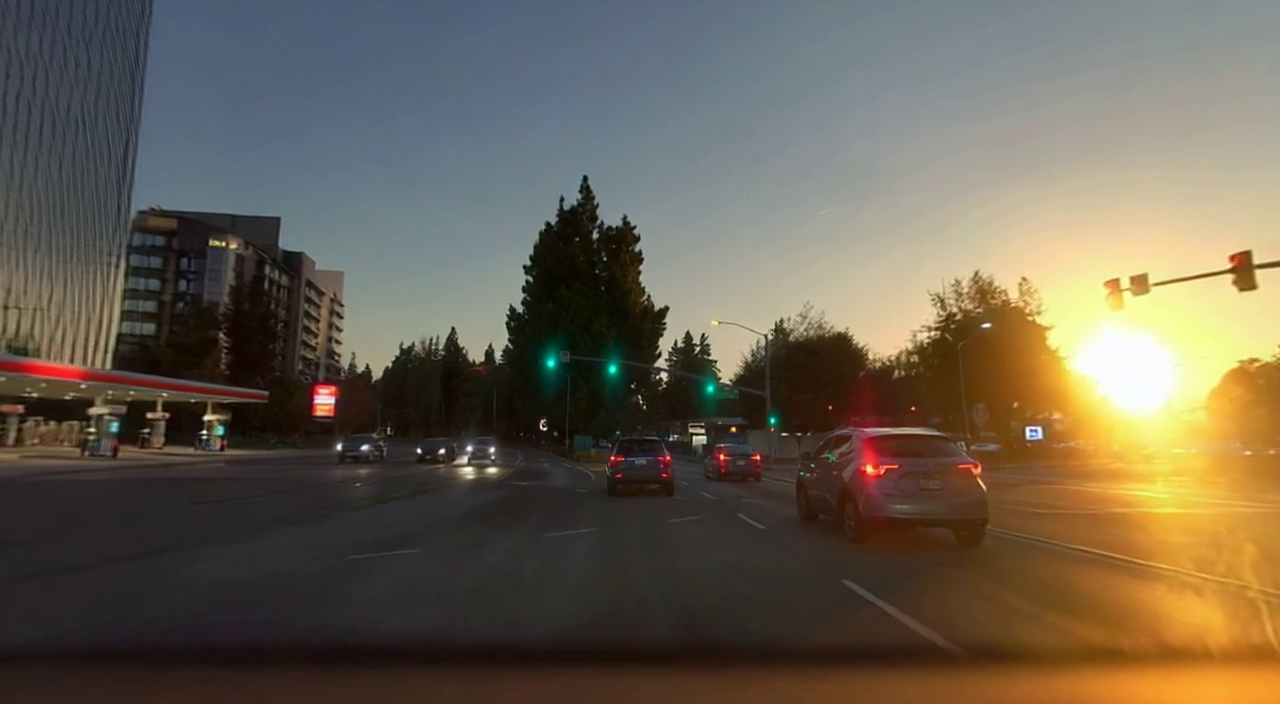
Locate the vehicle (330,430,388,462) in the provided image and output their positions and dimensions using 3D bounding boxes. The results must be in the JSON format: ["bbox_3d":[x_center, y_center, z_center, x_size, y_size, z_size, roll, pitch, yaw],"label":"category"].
[{"bbox_3d":[-21.091,7.094,47.508,2.460,2.257,5.387,1,-8,-8],"label":"vehicle"}]

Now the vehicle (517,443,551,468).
[{"bbox_3d":[-6.722,6.564,40.211,1.987,1.505,4.337,1,-8,-8],"label":"vehicle"}]

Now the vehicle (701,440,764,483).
[{"bbox_3d":[3.674,4.416,25.662,1.800,1.592,3.658,1,-8,-3],"label":"vehicle"}]

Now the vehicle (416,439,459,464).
[{"bbox_3d":[-14.017,6.924,43.859,2.023,1.671,4.174,1,-8,-7],"label":"vehicle"}]

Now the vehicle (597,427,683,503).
[{"bbox_3d":[-0.041,3.019,17.231,2.051,1.798,4.168,0,-8,-1],"label":"vehicle"}]

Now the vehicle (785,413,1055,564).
[{"bbox_3d":[3.763,1.901,9.498,2.000,1.745,4.206,0,-8,-2],"label":"vehicle"}]

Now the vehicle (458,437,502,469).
[{"bbox_3d":[-9.583,6.071,38.000,1.992,1.755,4.283,1,-8,-7],"label":"vehicle"}]
